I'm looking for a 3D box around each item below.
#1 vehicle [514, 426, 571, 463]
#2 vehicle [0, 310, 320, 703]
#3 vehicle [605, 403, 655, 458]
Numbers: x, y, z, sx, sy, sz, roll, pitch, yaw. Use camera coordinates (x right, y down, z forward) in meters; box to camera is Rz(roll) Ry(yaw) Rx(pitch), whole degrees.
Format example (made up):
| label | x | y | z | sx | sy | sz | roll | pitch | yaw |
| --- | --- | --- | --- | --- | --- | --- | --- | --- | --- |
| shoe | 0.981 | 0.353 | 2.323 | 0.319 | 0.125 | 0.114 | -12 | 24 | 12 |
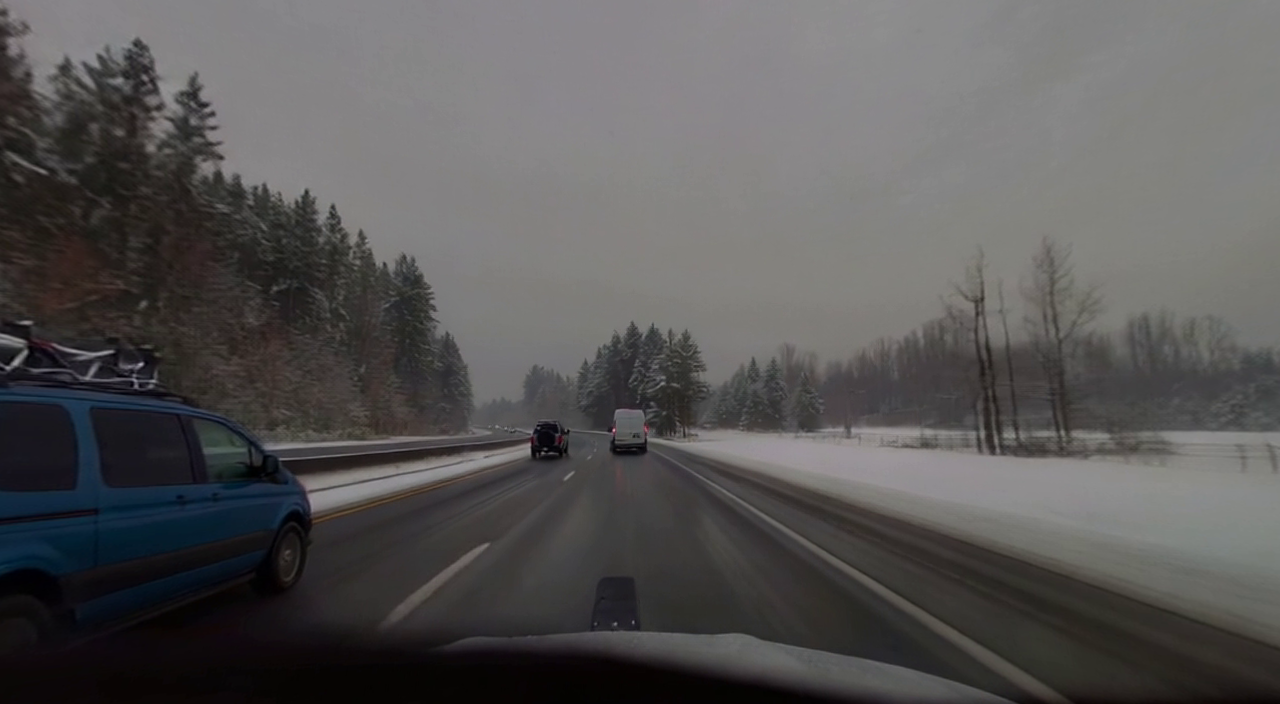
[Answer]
| label | x | y | z | sx | sy | sz | roll | pitch | yaw |
| --- | --- | --- | --- | --- | --- | --- | --- | --- | --- |
| vehicle | -4.609 | 4.429 | 30.446 | 2.110 | 1.636 | 4.453 | 0 | -8 | -1 |
| vehicle | -3.619 | 0.734 | 2.702 | 2.069 | 1.751 | 4.720 | 0 | -8 | -1 |
| vehicle | -0.682 | 4.574 | 36.459 | 2.647 | 2.896 | 6.480 | 1 | -8 | -3 |
